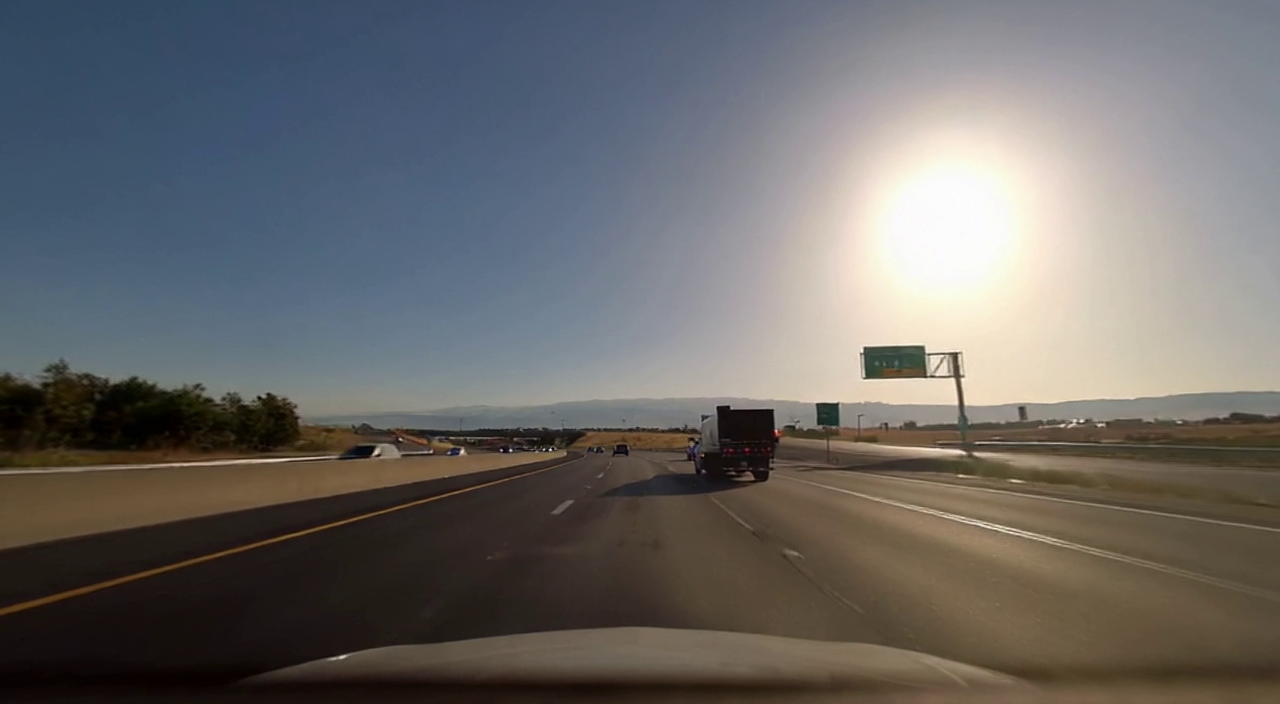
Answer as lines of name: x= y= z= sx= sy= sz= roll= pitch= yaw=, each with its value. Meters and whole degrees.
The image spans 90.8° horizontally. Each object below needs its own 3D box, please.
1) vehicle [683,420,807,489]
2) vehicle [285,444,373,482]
vehicle: x=3.438 y=3.686 z=23.073 sx=2.981 sy=2.053 sz=7.897 roll=0 pitch=-8 yaw=-2
vehicle: x=-14.282 y=5.089 z=29.296 sx=1.916 sy=1.576 sz=4.344 roll=0 pitch=-8 yaw=-1
